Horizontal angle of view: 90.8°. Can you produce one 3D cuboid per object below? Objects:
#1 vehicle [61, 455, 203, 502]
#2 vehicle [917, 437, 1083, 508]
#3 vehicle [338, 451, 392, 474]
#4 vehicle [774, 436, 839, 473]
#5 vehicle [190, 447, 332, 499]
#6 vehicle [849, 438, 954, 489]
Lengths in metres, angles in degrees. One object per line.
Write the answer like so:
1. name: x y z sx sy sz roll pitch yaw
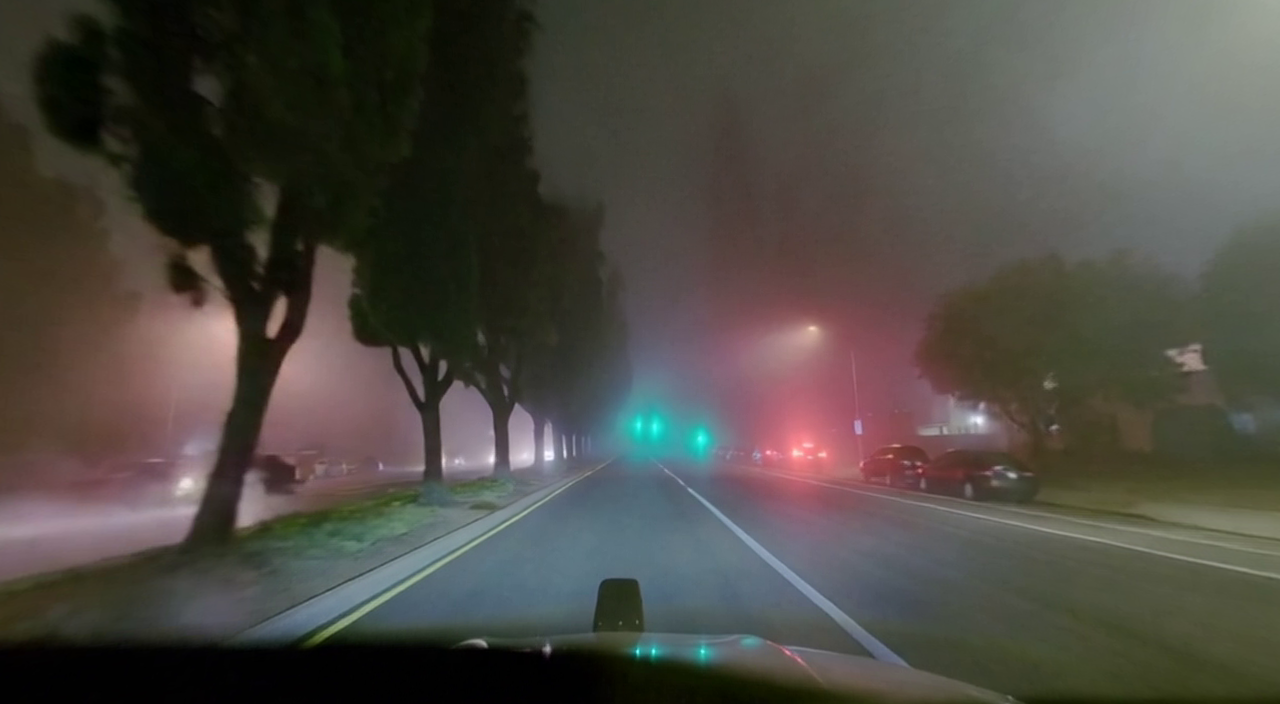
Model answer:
1. vehicle: -18.322 4.537 23.078 1.702 1.452 4.161 -1 -8 0
2. vehicle: 9.724 3.262 17.603 1.885 1.685 4.430 0 -8 -2
3. vehicle: -18.598 7.493 42.939 1.732 1.460 3.932 -1 -9 3
4. vehicle: 9.664 6.011 37.304 2.209 1.982 5.787 -1 -8 0
5. vehicle: -12.206 3.867 20.755 1.874 1.475 4.453 -1 -8 0
6. vehicle: 9.624 4.118 23.655 1.949 1.698 4.351 0 -8 -1
